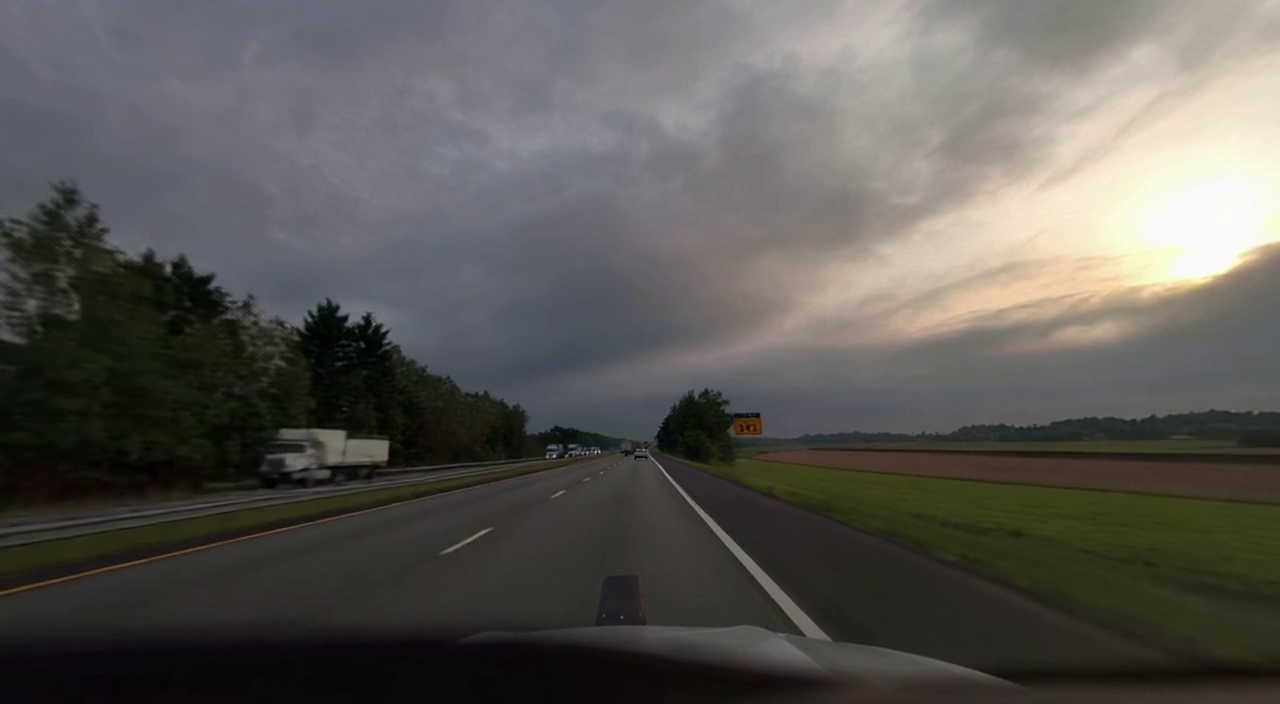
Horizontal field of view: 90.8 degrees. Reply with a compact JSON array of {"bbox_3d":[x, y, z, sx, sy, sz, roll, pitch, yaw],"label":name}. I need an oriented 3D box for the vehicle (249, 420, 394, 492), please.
[{"bbox_3d":[-16.478,5.526,33.657,2.906,3.286,8.867,0,-9,1],"label":"vehicle"}]
